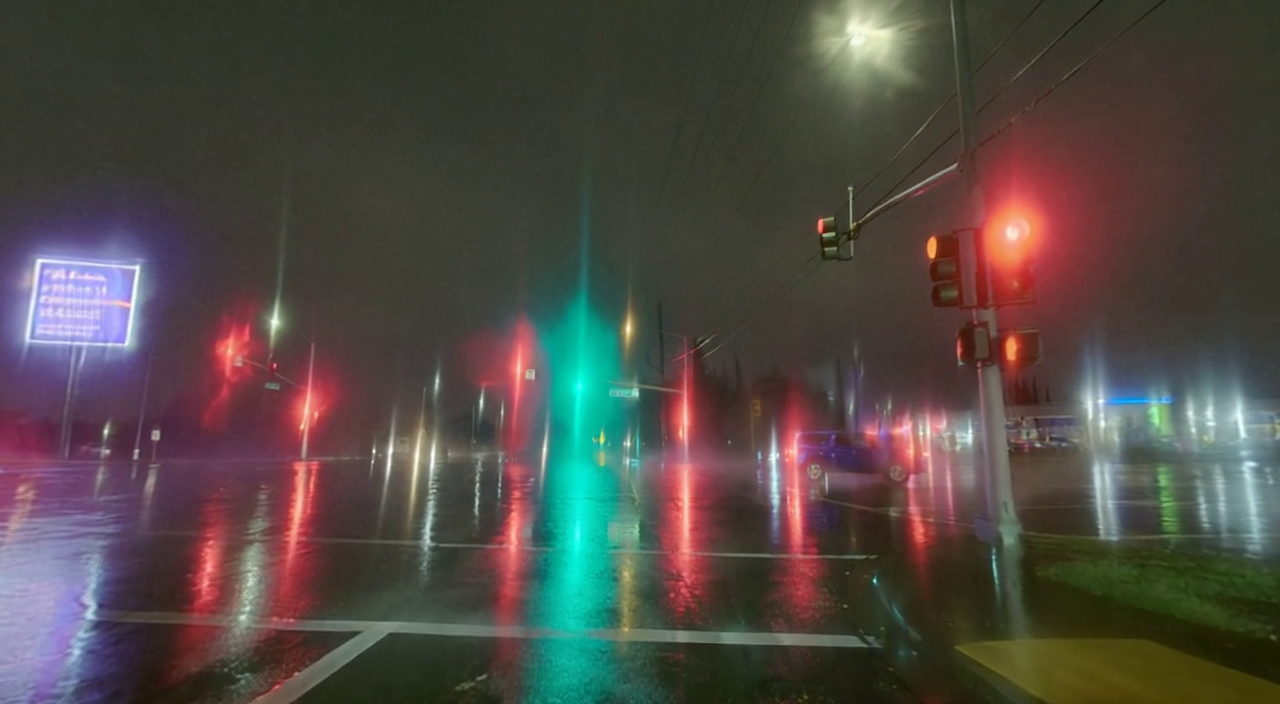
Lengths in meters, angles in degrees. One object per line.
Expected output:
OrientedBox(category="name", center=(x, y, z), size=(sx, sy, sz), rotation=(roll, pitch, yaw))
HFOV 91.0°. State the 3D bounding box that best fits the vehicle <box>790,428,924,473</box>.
OrientedBox(category="vehicle", center=(8.706, 4.013, 25.722), size=(4.884, 1.714, 2.021), rotation=(-2, -9, 12))
